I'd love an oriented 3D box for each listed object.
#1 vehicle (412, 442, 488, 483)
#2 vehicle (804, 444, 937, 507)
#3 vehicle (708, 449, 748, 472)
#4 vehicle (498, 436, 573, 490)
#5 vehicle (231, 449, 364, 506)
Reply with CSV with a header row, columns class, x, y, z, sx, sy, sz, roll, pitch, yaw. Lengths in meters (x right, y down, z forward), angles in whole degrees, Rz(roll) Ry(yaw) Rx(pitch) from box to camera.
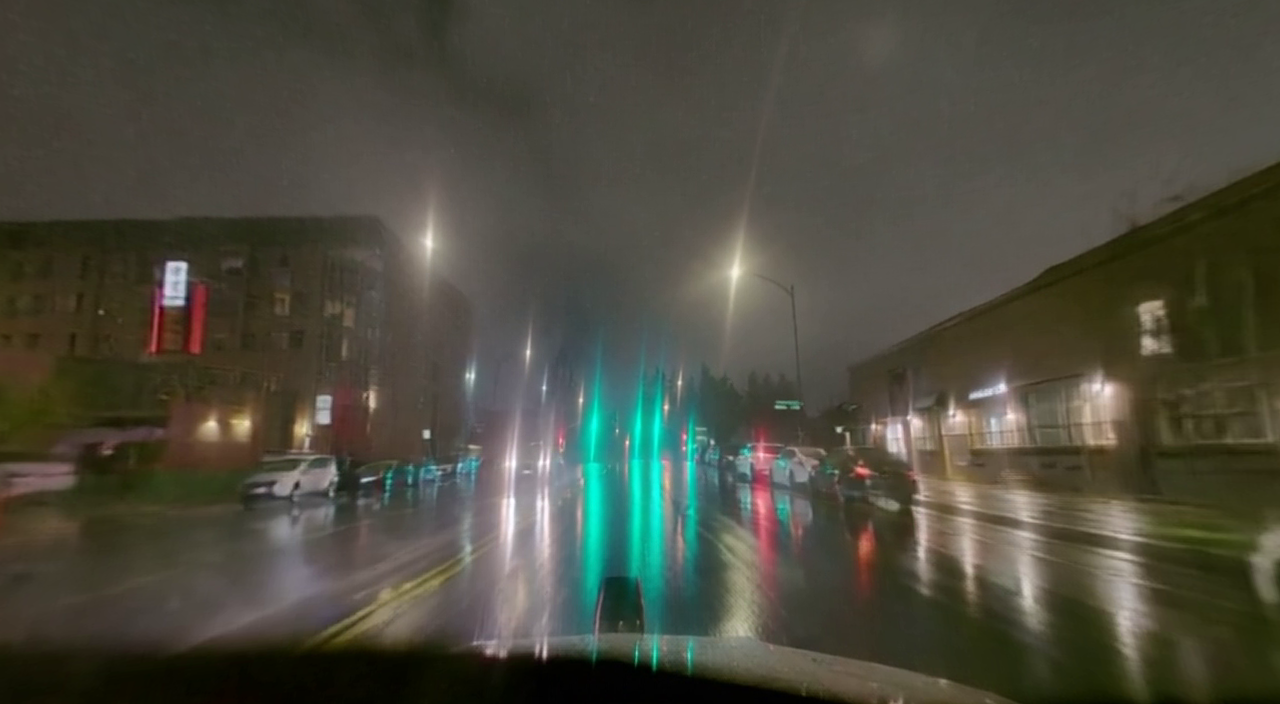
class,x,y,z,sx,sy,sz,roll,pitch,yaw
vehicle,-10.050,5.836,33.912,2.137,1.982,5.794,-1,-8,2
vehicle,6.117,3.293,17.458,1.837,1.482,4.706,0,-8,-1
vehicle,6.034,7.506,43.863,1.902,1.484,4.714,0,-8,-2
vehicle,-3.596,3.884,22.535,1.980,1.718,4.120,0,-8,0
vehicle,-10.265,3.751,19.333,1.812,1.531,3.934,0,-8,1
